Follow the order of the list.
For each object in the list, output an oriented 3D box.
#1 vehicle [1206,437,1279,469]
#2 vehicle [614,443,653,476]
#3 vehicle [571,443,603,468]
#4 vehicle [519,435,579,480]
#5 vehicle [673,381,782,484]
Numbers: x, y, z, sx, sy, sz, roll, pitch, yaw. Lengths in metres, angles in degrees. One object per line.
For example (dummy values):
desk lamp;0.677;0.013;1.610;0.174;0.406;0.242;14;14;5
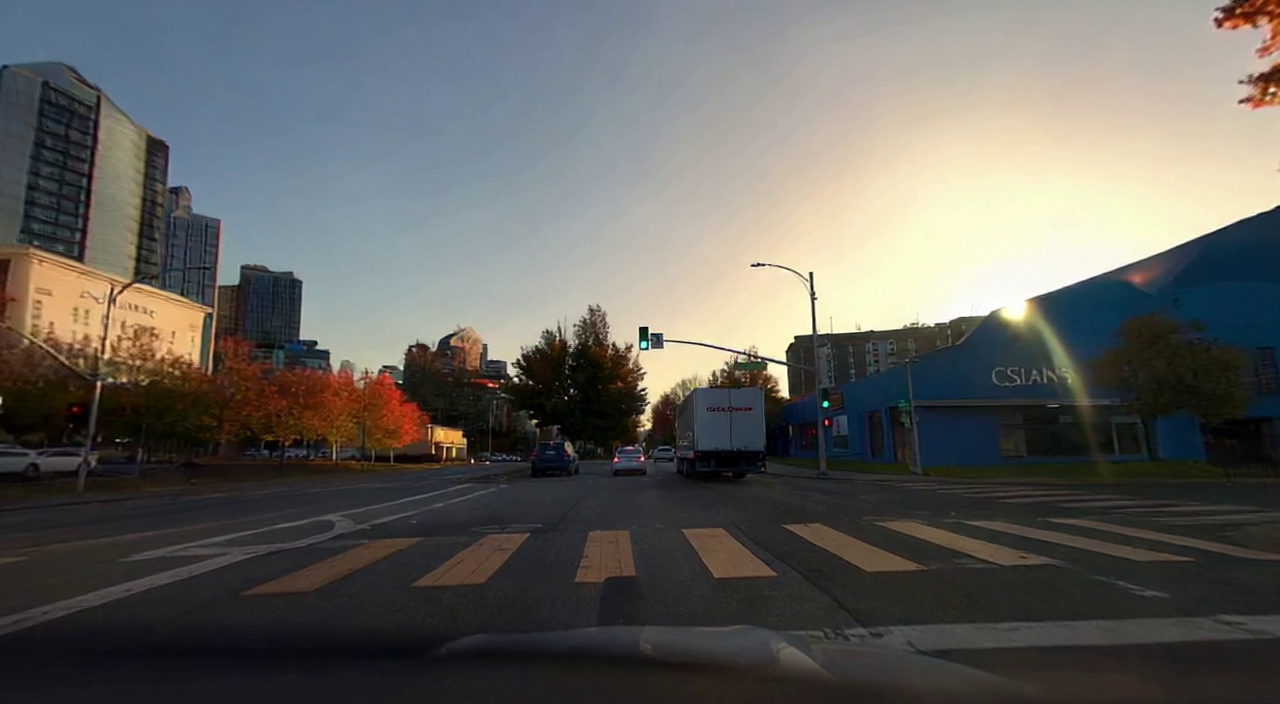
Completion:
vehicle;32.653;5.300;33.111;1.761;1.547;3.972;1;-9;-8
vehicle;-0.313;5.369;31.619;1.846;1.528;4.348;0;-9;0
vehicle;-3.792;7.475;45.559;1.950;1.665;4.203;0;-9;0
vehicle;-4.027;4.760;28.656;2.035;1.867;4.607;0;-9;0
vehicle;3.411;3.668;27.928;3.003;3.680;10.684;0;-9;-2
